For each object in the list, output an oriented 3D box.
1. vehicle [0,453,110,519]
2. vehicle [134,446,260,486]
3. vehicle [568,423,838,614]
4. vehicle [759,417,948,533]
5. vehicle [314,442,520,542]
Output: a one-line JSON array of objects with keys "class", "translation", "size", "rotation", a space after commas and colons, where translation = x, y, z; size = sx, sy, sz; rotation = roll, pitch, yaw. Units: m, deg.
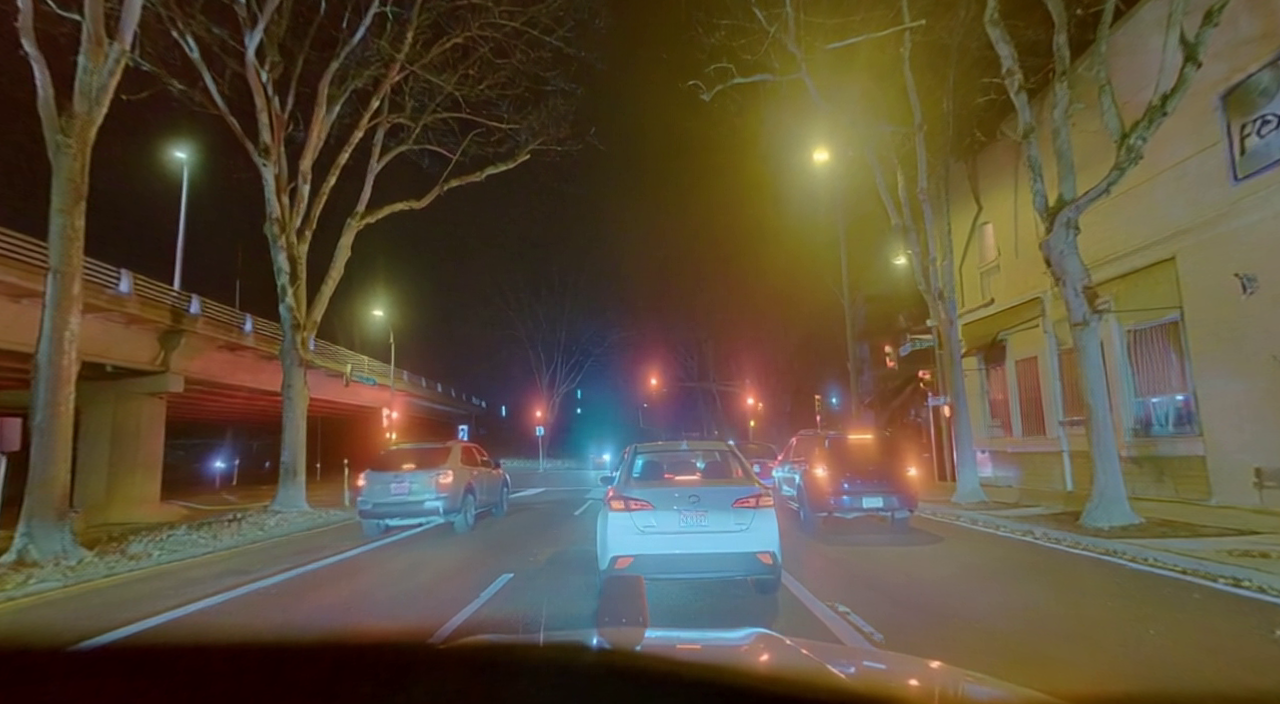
[{"class": "vehicle", "translation": [-17.471, 3.536, 16.584], "size": [1.905, 1.644, 4.943], "rotation": [-6, -10, 35]}, {"class": "vehicle", "translation": [-20.795, 5.347, 29.752], "size": [4.474, 1.673, 2.010], "rotation": [0, -4, 1]}, {"class": "vehicle", "translation": [0.526, 1.612, 7.089], "size": [2.101, 1.467, 4.210], "rotation": [0, -8, 1]}, {"class": "vehicle", "translation": [3.756, 2.247, 12.113], "size": [2.062, 1.781, 4.488], "rotation": [0, -8, 0]}, {"class": "vehicle", "translation": [-3.857, 2.493, 12.068], "size": [2.082, 1.484, 4.865], "rotation": [0, -8, 1]}]
